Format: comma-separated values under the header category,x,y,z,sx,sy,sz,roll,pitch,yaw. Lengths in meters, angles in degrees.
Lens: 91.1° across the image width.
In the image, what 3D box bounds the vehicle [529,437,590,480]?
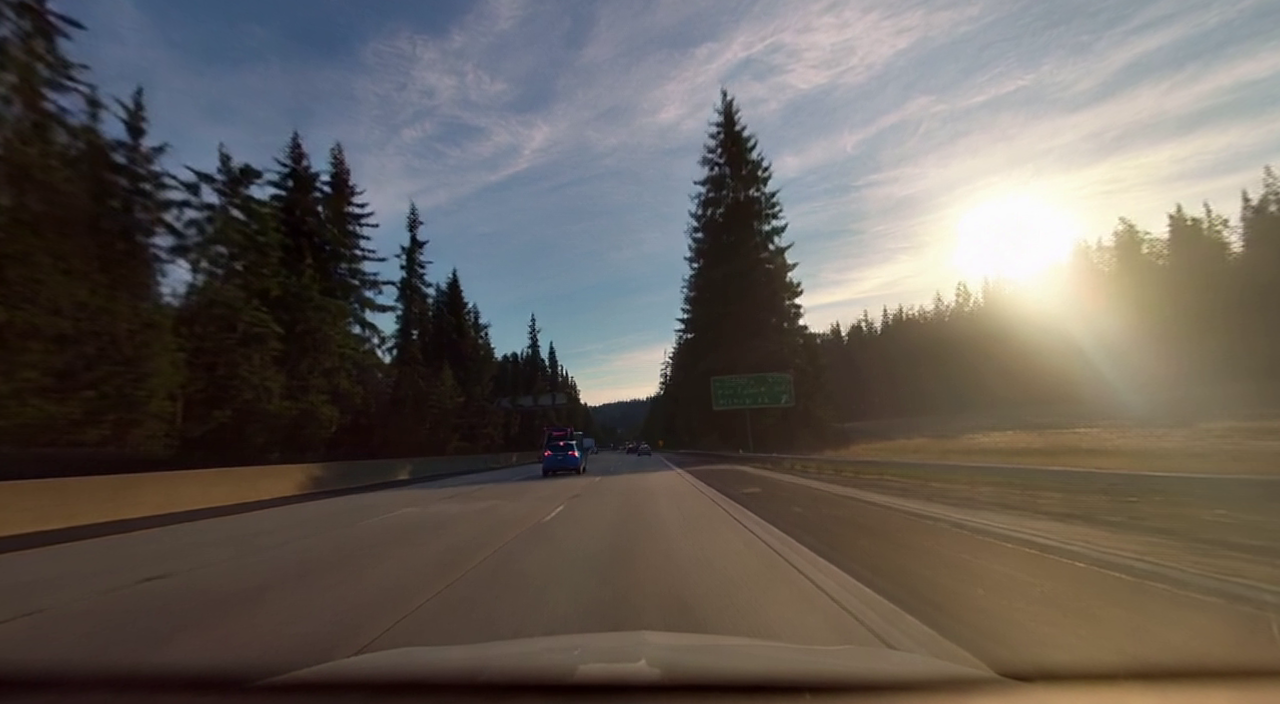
category,x,y,z,sx,sy,sz,roll,pitch,yaw
vehicle,-3.505,4.722,28.231,2.084,1.752,4.479,0,-8,1
